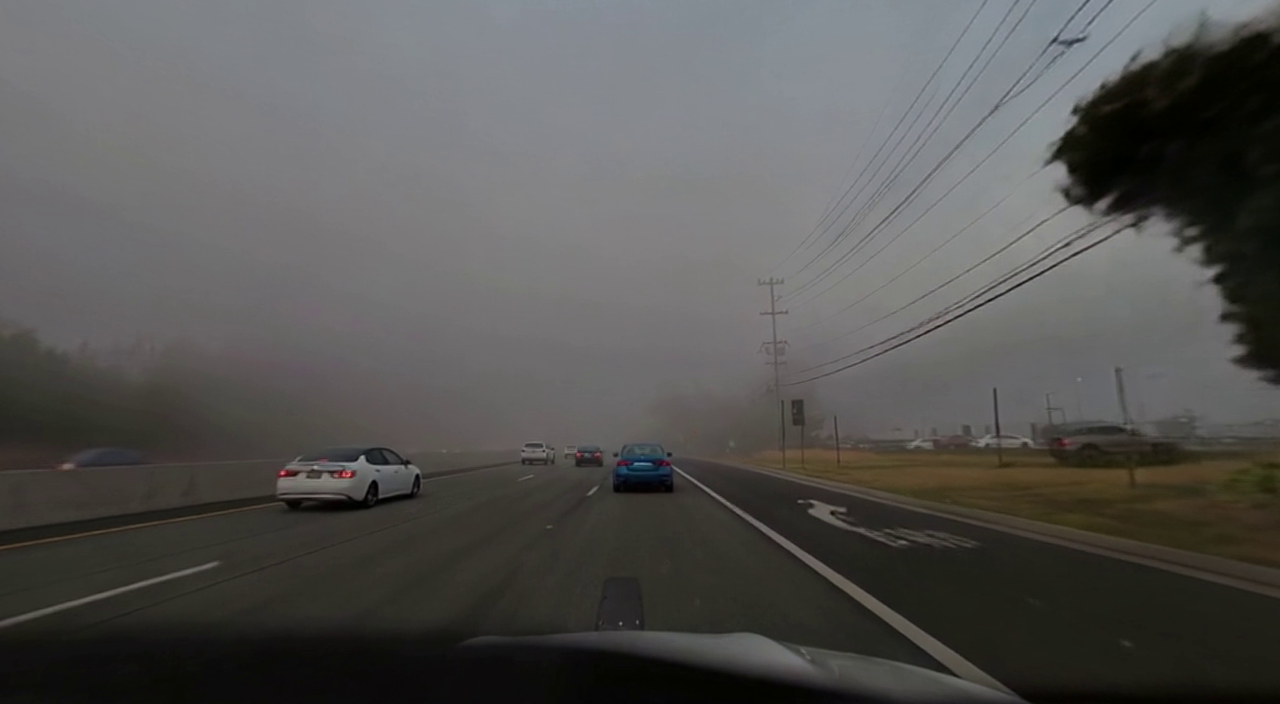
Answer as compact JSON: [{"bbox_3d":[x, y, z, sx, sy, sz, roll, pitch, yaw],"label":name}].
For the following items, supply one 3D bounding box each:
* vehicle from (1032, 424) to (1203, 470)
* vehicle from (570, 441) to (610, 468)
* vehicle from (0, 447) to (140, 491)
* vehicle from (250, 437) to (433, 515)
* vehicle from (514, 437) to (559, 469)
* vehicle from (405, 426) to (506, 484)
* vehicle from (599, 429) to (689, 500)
[{"bbox_3d":[17.586,3.525,23.458,4.659,1.572,2.019,0,-8,0],"label":"vehicle"},{"bbox_3d":[-3.002,6.244,38.667,2.055,1.510,3.961,0,-8,1],"label":"vehicle"},{"bbox_3d":[-24.485,4.985,27.276,2.112,1.706,4.432,0,-8,1],"label":"vehicle"},{"bbox_3d":[-6.492,2.726,14.460,1.900,1.483,4.547,0,-8,1],"label":"vehicle"},{"bbox_3d":[-6.129,6.045,37.911,1.914,1.756,4.179,0,-8,1],"label":"vehicle"},{"bbox_3d":[-6.658,3.774,23.480,2.144,1.905,4.967,0,-8,1],"label":"vehicle"},{"bbox_3d":[0.092,2.990,17.146,2.140,1.653,4.108,0,-8,0],"label":"vehicle"}]
